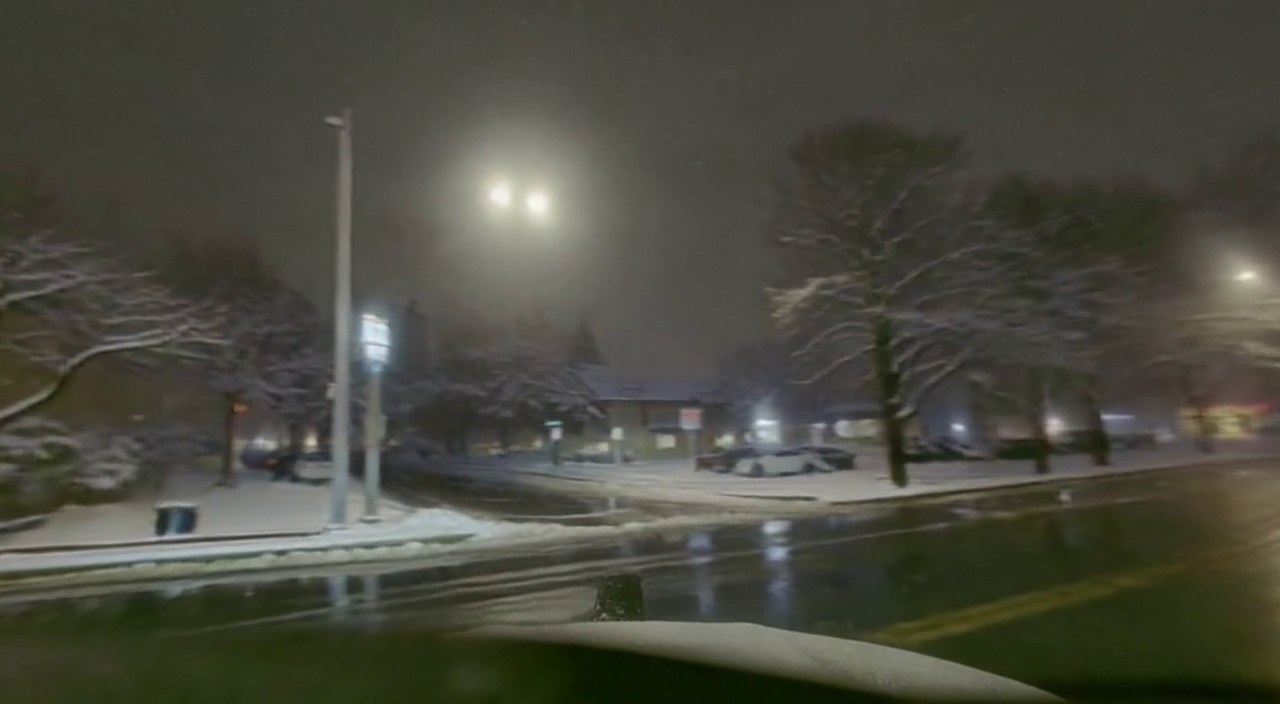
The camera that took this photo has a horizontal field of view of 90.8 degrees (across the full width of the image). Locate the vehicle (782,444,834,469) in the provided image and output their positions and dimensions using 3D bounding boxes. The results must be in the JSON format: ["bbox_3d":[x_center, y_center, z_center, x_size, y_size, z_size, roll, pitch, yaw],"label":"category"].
[{"bbox_3d":[11.056,6.903,41.992,2.121,1.541,5.124,0,-8,1],"label":"vehicle"}]

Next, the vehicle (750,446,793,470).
[{"bbox_3d":[8.613,6.977,41.756,2.130,1.458,4.157,-1,-9,3],"label":"vehicle"}]

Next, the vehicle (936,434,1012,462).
[{"bbox_3d":[22.188,6.424,42.265,2.112,1.719,5.483,0,-8,0],"label":"vehicle"}]

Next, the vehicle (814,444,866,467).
[{"bbox_3d":[14.015,7.260,44.552,2.102,1.541,4.416,0,-8,-1],"label":"vehicle"}]

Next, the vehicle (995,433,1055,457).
[{"bbox_3d":[27.769,6.770,45.717,1.858,1.485,3.786,-2,-11,0],"label":"vehicle"}]

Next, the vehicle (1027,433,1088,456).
[{"bbox_3d":[30.612,6.835,46.425,1.856,1.463,3.746,-2,-10,0],"label":"vehicle"}]
